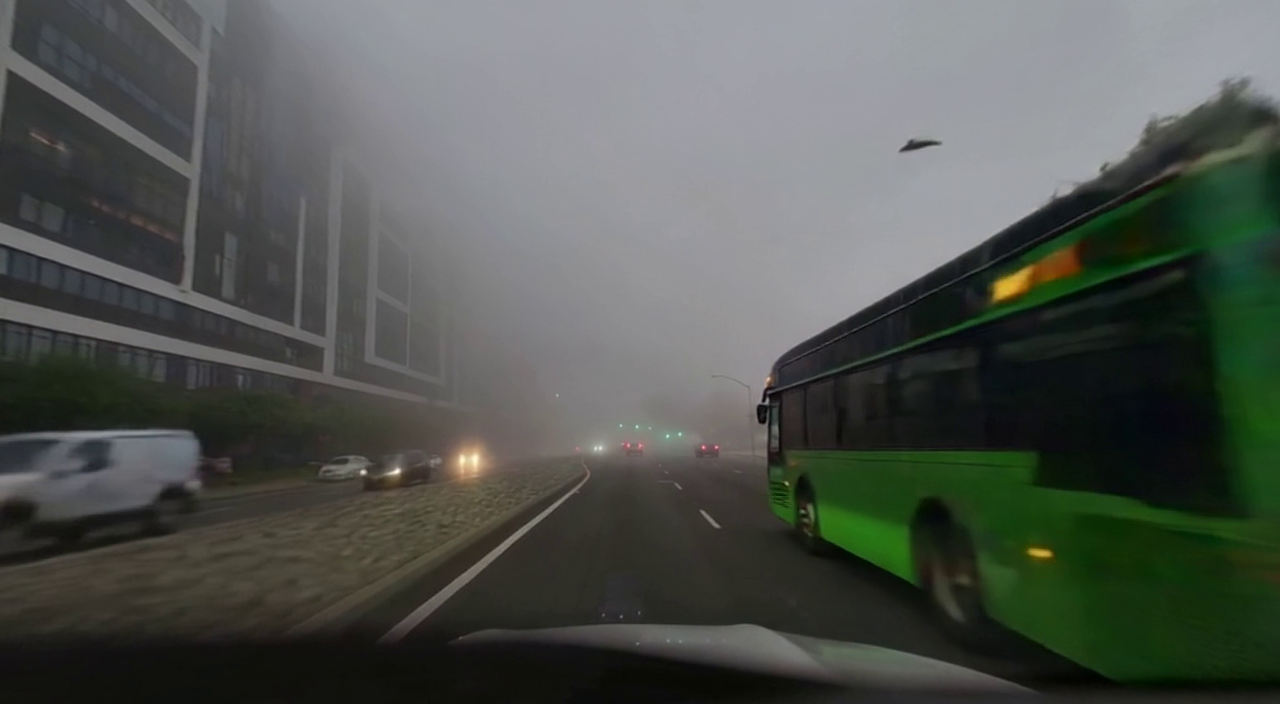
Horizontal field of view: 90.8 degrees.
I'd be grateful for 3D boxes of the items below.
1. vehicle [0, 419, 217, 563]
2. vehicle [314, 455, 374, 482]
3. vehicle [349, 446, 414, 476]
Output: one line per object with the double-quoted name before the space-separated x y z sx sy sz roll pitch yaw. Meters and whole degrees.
"vehicle" -8.990 1.972 9.472 2.002 1.780 4.687 0 -9 0
"vehicle" -19.332 7.630 41.488 1.869 1.606 4.617 0 -9 -2
"vehicle" -19.489 8.244 48.040 2.373 2.077 6.457 0 -9 -2
